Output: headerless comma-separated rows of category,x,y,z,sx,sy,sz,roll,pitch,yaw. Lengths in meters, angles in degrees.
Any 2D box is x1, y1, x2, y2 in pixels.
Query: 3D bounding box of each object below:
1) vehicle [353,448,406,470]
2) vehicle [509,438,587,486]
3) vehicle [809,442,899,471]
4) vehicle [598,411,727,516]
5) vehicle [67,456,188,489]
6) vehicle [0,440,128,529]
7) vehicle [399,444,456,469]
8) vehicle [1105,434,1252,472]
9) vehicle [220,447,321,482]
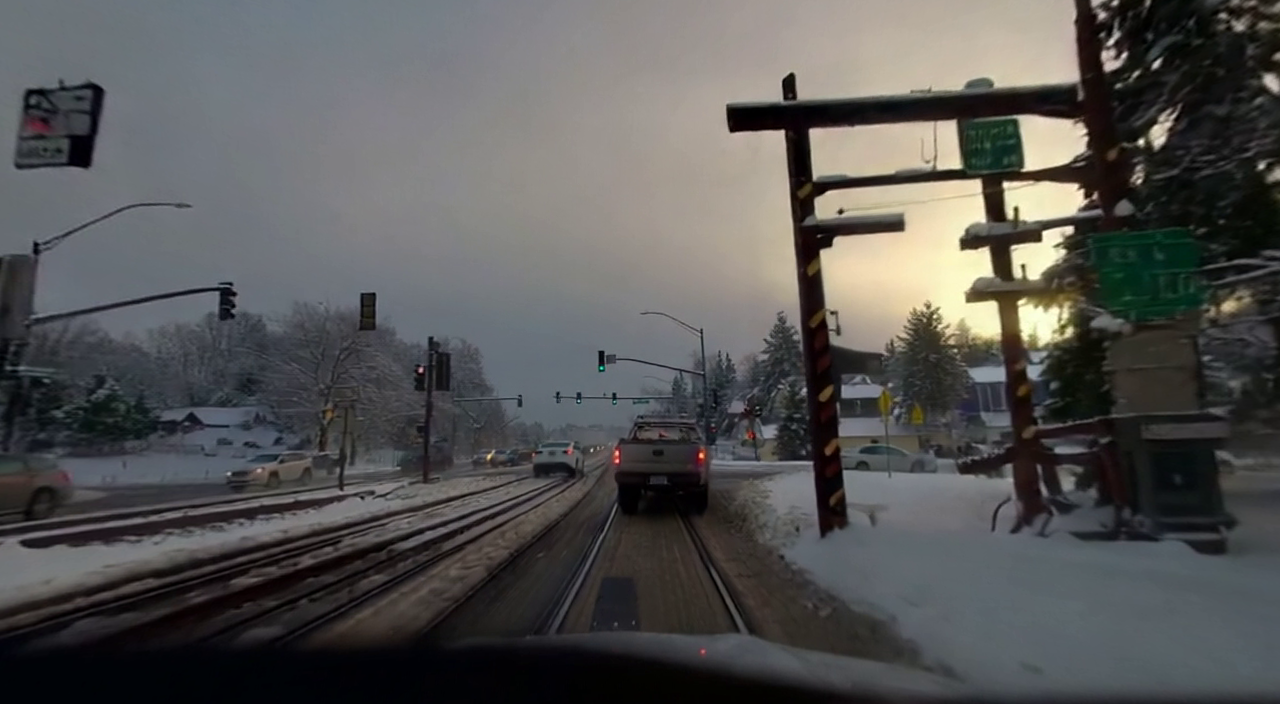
vehicle,-17.346,7.111,42.258,1.880,1.377,4.201,1,-9,-1
vehicle,-3.126,3.865,22.570,2.004,1.482,4.799,0,-9,1
vehicle,11.764,5.724,34.699,4.412,1.494,2.136,5,-10,-27
vehicle,0.585,2.472,14.506,2.404,1.926,5.251,0,-9,4
vehicle,-24.943,5.818,30.810,4.688,1.448,2.028,-2,-9,13
vehicle,-12.610,2.486,12.003,1.945,1.590,4.651,1,-9,-2
vehicle,-13.372,6.608,40.068,2.027,1.482,4.711,0,-9,-1
vehicle,29.092,5.486,34.250,5.980,1.933,2.401,1,-9,-5
vehicle,-17.125,5.207,29.605,1.964,1.465,4.638,0,-9,-1
